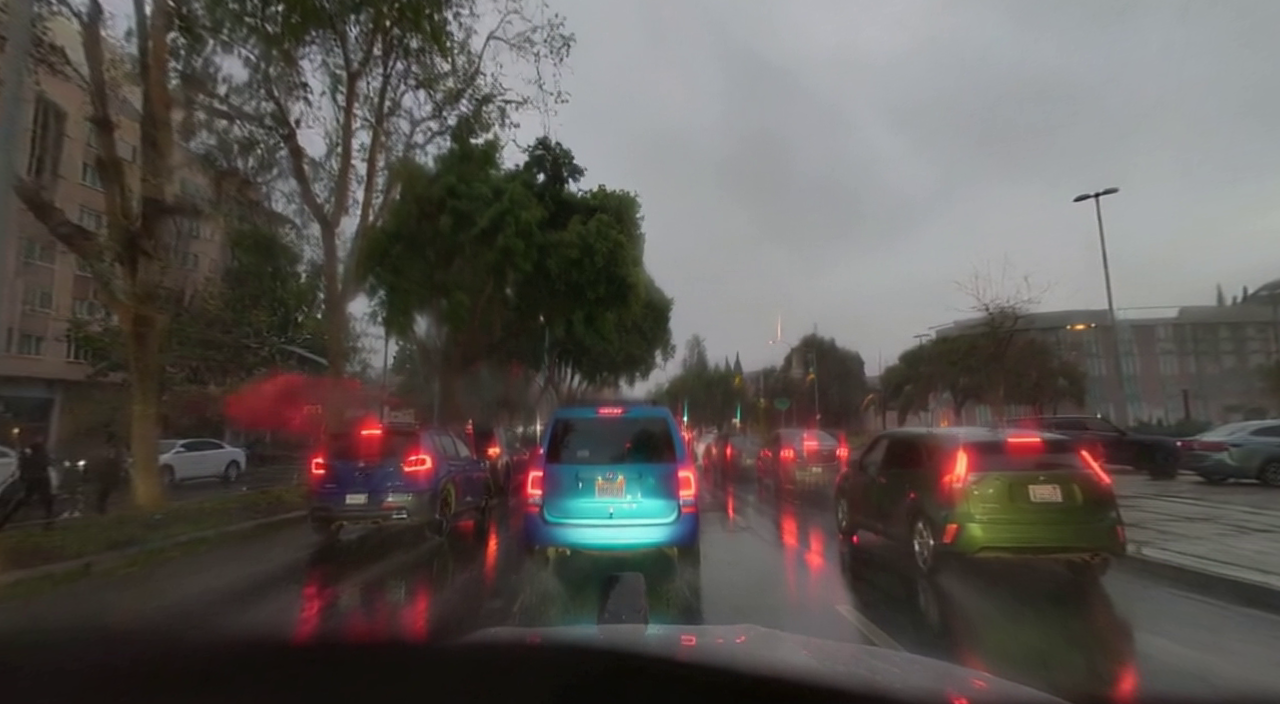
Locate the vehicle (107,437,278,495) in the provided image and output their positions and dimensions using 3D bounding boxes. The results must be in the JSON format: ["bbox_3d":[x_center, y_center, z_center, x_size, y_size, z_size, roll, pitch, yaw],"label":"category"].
[{"bbox_3d":[-15.241,3.888,21.902,1.972,1.759,5.347,0,-8,1],"label":"vehicle"}]

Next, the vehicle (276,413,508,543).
[{"bbox_3d":[-3.742,1.986,10.520,2.012,1.701,4.316,0,-8,2],"label":"vehicle"}]

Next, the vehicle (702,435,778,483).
[{"bbox_3d":[3.324,3.635,21.614,1.948,1.475,4.093,0,-8,0],"label":"vehicle"}]

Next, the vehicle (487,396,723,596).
[{"bbox_3d":[-0.243,1.533,7.498,2.022,1.700,4.084,0,-8,2],"label":"vehicle"}]

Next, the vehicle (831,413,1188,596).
[{"bbox_3d":[3.771,1.601,7.399,1.847,1.554,3.885,0,-8,1],"label":"vehicle"}]
